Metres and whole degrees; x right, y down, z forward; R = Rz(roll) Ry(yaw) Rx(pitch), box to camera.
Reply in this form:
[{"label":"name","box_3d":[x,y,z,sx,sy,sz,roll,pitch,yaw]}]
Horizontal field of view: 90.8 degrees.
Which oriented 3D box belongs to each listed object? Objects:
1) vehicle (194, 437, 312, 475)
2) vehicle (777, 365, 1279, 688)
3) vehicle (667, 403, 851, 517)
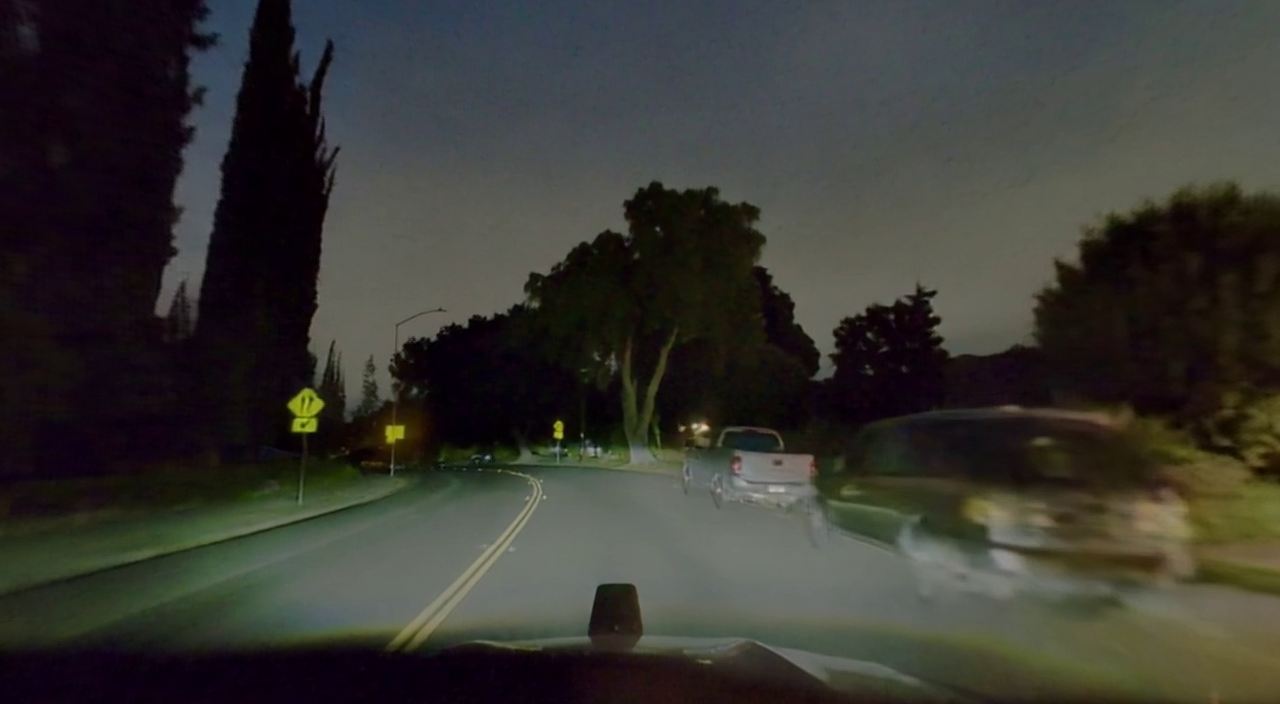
[{"label":"vehicle","box_3d":[-18.714,5.048,30.794,4.464,1.681,1.906,2,-9,-16]},{"label":"vehicle","box_3d":[2.863,1.240,5.745,1.965,1.663,4.744,0,-8,-2]},{"label":"vehicle","box_3d":[2.110,2.177,13.227,2.180,1.849,5.423,0,-8,-7]}]
